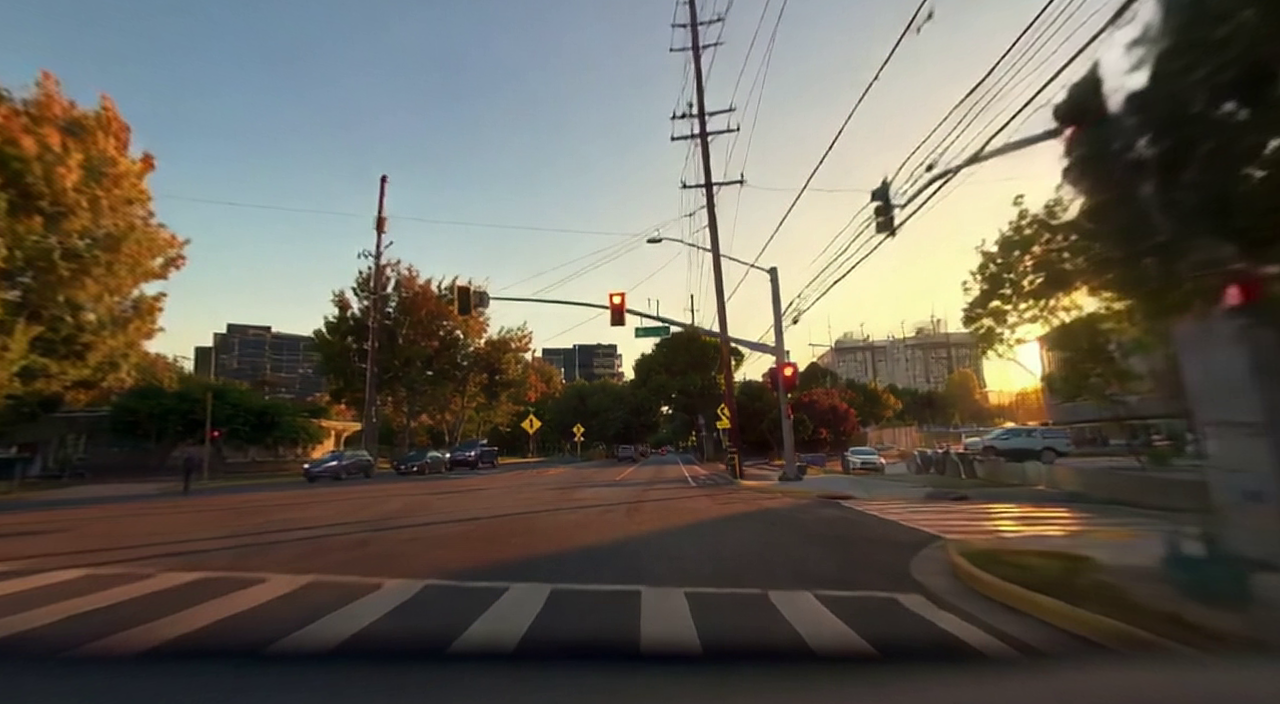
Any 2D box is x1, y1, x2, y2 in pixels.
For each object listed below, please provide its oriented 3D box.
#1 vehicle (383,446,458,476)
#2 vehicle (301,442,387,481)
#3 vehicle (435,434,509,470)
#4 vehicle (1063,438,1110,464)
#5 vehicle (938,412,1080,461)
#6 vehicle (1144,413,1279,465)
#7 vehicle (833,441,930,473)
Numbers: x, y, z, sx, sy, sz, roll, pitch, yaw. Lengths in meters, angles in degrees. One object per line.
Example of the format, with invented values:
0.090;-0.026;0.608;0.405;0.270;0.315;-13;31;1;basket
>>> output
-12.054;6.017;34.985;2.090;1.519;4.919;-1;-8;4;vehicle
-15.527;5.758;33.406;2.112;1.880;4.479;-1;-8;4;vehicle
-11.538;6.922;43.832;2.798;2.249;6.296;-1;-8;6;vehicle
29.454;6.513;41.667;1.740;1.414;3.875;-6;-7;25;vehicle
19.080;4.496;32.951;2.609;2.332;5.734;4;-10;-26;vehicle
25.758;3.724;26.780;2.370;2.038;6.186;4;-9;-24;vehicle
12.821;5.557;33.809;1.897;1.532;4.694;3;-9;-27;vehicle
